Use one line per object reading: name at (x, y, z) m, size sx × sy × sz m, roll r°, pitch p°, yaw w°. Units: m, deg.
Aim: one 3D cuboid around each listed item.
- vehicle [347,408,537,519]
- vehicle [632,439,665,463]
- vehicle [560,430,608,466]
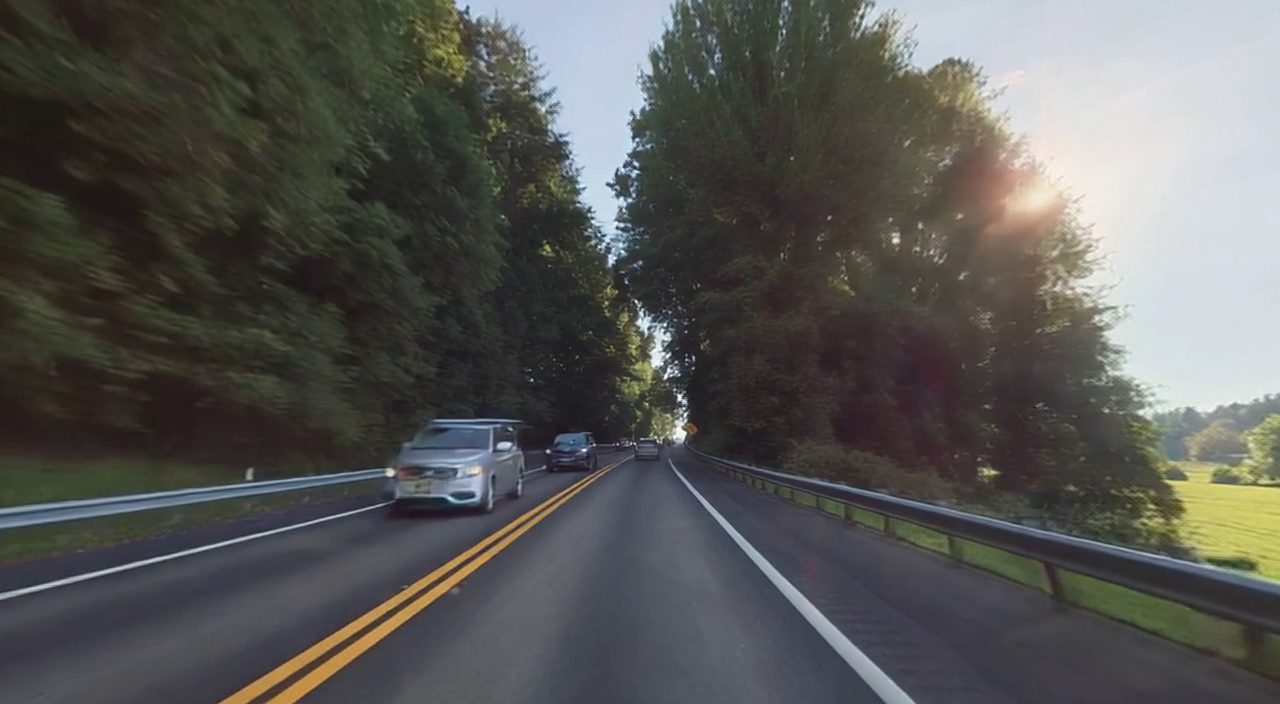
vehicle at (-4.137, 2.489, 14.564) m, size 2.461 × 2.030 × 5.478 m, roll 0°, pitch -9°, yaw 2°
vehicle at (0.563, 6.616, 42.254) m, size 2.067 × 1.486 × 3.861 m, roll 0°, pitch -9°, yaw 1°
vehicle at (-3.497, 6.193, 40.888) m, size 2.441 × 2.113 × 5.738 m, roll 0°, pitch -9°, yaw 1°
